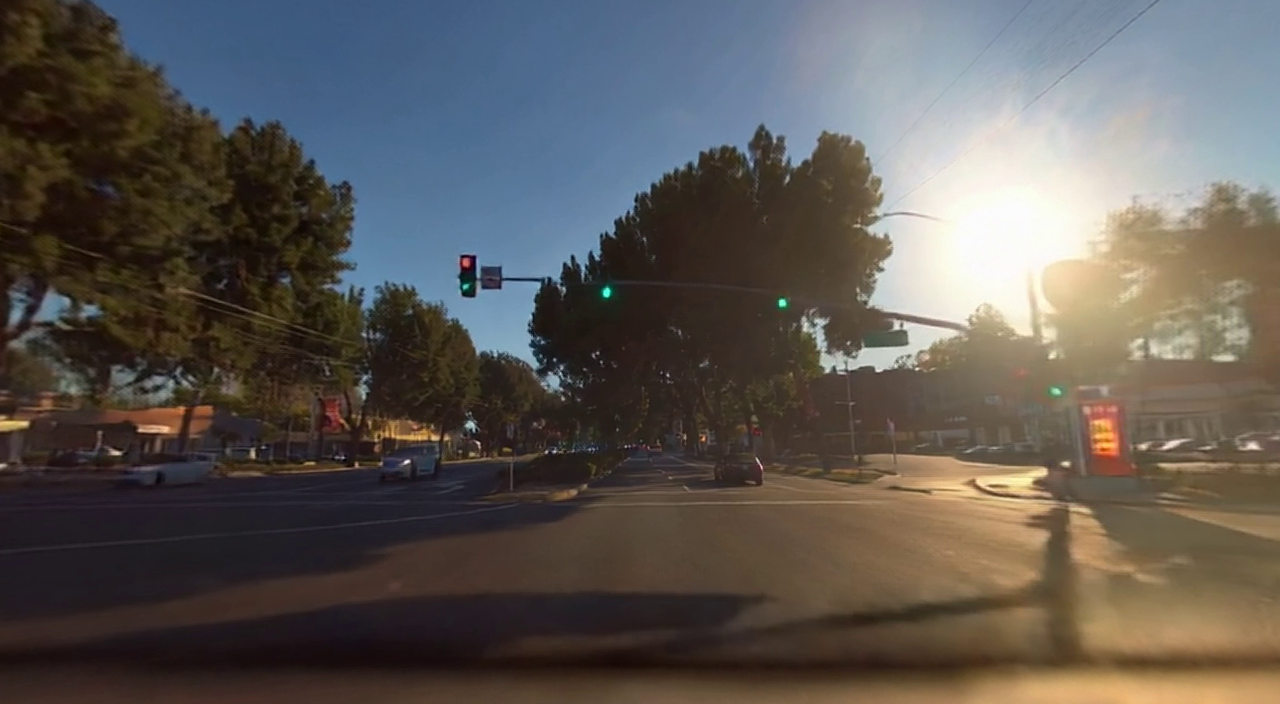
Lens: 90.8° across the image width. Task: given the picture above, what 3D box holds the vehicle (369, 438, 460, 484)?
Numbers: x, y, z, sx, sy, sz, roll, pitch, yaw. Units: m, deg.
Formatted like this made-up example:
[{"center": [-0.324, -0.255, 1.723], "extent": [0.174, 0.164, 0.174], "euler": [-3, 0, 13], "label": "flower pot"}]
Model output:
[{"center": [-8.497, 4.175, 24.224], "extent": [1.913, 1.478, 4.312], "euler": [-4, -10, 0], "label": "vehicle"}]

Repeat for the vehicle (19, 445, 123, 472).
[{"center": [-43.904, 8.207, 48.987], "extent": [2.394, 1.887, 5.679], "euler": [-1, -8, 6], "label": "vehicle"}]

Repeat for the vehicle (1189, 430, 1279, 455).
[{"center": [39.720, 6.076, 42.220], "extent": [1.929, 1.589, 4.430], "euler": [0, -8, -2], "label": "vehicle"}]

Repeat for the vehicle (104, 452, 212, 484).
[{"center": [-25.252, 6.090, 33.361], "extent": [1.866, 1.486, 4.661], "euler": [0, -8, 3], "label": "vehicle"}]
